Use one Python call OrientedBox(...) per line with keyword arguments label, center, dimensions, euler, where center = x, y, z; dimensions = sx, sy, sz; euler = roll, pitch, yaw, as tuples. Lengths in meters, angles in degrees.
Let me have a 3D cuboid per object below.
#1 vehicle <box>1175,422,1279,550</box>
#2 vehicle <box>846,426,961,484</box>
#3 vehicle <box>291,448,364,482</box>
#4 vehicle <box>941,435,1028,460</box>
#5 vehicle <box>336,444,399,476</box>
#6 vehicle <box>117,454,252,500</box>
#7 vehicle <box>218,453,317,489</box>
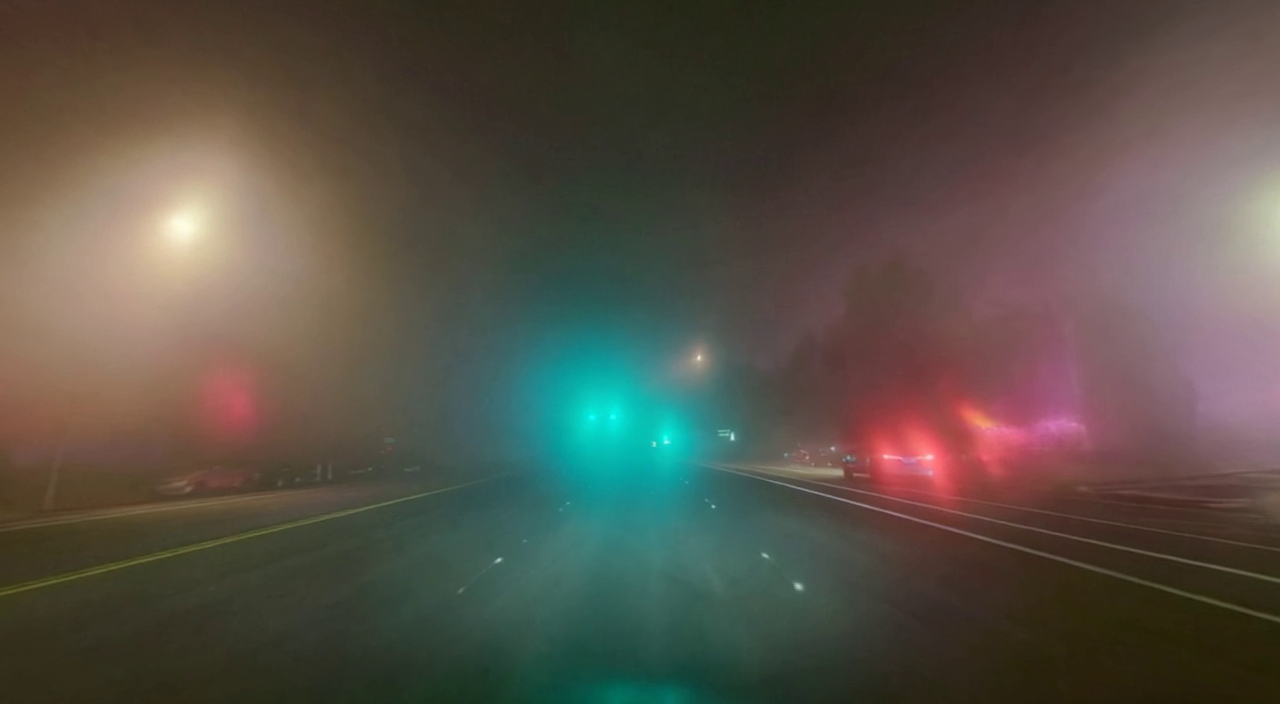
OrientedBox(label="vehicle", center=(9.783, 1.664, 7.480), dimensions=(2.159, 1.734, 5.384), euler=(0, -9, 0))
OrientedBox(label="vehicle", center=(9.955, 3.955, 24.370), dimensions=(2.091, 1.962, 5.091), euler=(1, -9, -2))
OrientedBox(label="vehicle", center=(-17.188, 6.174, 34.930), dimensions=(1.859, 1.694, 4.638), euler=(-1, -8, -2))
OrientedBox(label="vehicle", center=(24.838, 6.875, 45.539), dimensions=(5.054, 1.694, 1.958), euler=(0, -8, 0))
OrientedBox(label="vehicle", center=(-17.535, 6.931, 40.818), dimensions=(2.099, 1.917, 4.720), euler=(0, -8, -3))
OrientedBox(label="vehicle", center=(-17.061, 4.684, 23.950), dimensions=(1.891, 1.474, 4.437), euler=(-1, -8, -2))
OrientedBox(label="vehicle", center=(-17.029, 5.432, 29.130), dimensions=(1.807, 1.466, 4.693), euler=(-1, -8, -2))
